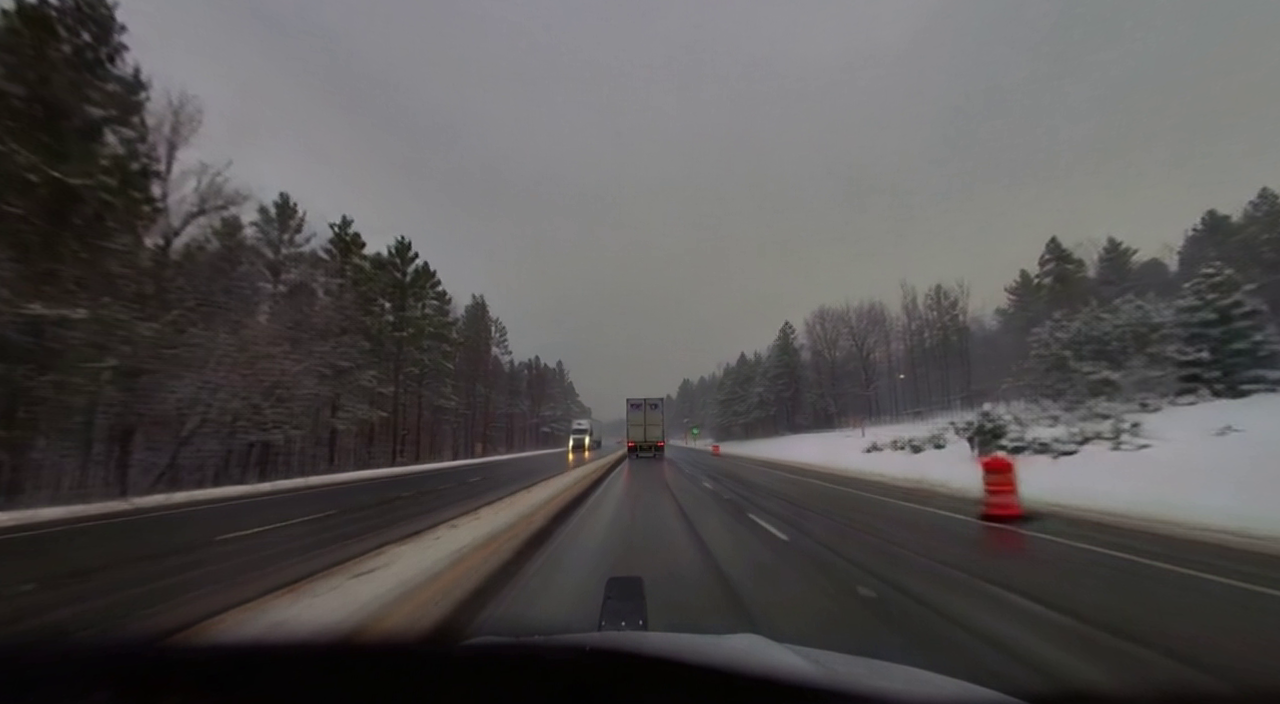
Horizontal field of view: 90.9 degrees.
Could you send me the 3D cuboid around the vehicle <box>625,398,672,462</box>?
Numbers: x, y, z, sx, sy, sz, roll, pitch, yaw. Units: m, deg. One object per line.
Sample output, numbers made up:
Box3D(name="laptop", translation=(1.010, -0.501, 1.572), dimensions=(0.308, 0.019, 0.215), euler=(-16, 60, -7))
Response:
Box3D(name="vehicle", translation=(0.414, 5.747, 45.604), dimensions=(2.935, 4.068, 11.036), euler=(0, -8, -2))
